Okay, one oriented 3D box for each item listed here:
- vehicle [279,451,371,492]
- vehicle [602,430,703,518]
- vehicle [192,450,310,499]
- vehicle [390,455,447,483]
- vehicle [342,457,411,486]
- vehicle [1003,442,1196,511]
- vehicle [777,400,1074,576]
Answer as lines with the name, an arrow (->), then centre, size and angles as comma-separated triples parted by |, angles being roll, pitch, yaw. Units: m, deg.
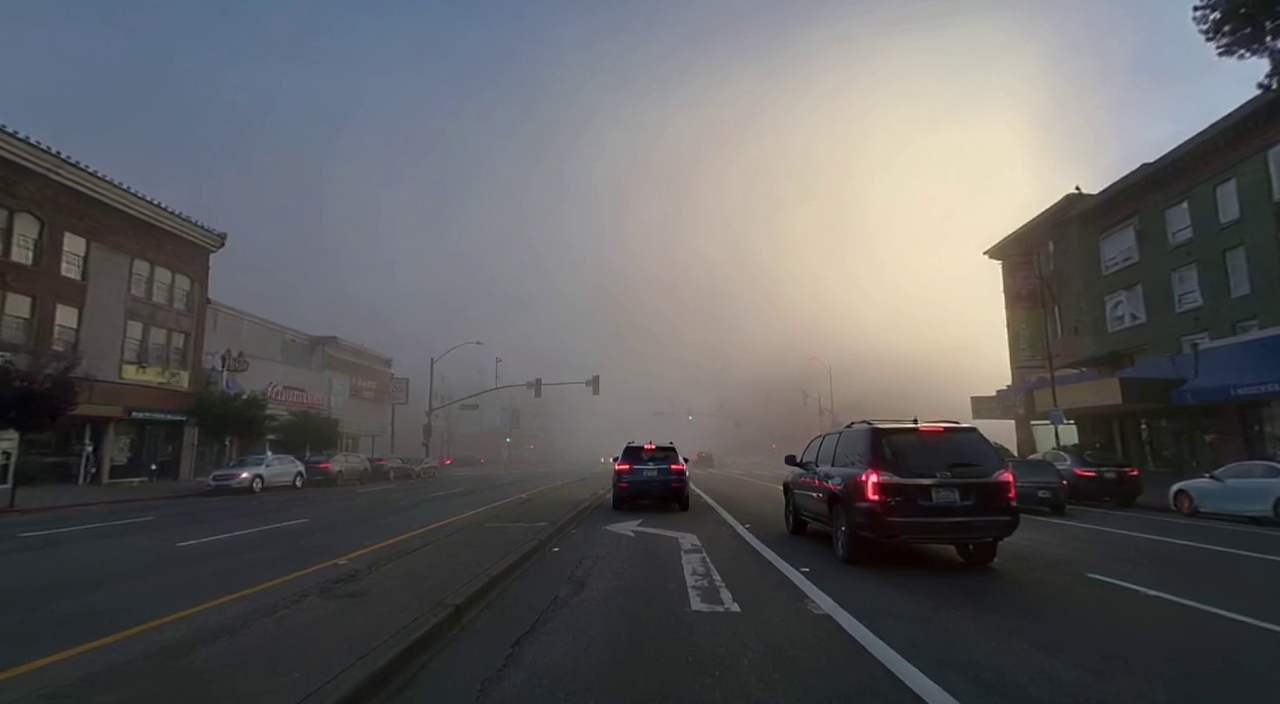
vehicle -> -15.092, 5.708, 30.594 | 1.825, 1.685, 5.220 | 0, -8, -1
vehicle -> 0.290, 2.968, 15.920 | 2.157, 1.863, 4.665 | 0, -8, 0
vehicle -> -15.196, 4.751, 24.963 | 1.698, 1.466, 4.713 | 0, -6, 0
vehicle -> -14.907, 7.882, 42.773 | 2.096, 1.416, 4.885 | 0, -5, 1
vehicle -> -14.999, 6.811, 36.226 | 1.792, 1.429, 5.161 | 0, -8, 0
vehicle -> 14.077, 3.904, 19.888 | 2.151, 1.833, 5.323 | -1, -11, 2
vehicle -> 3.720, 1.885, 9.637 | 2.115, 1.932, 5.189 | 0, -8, 0
